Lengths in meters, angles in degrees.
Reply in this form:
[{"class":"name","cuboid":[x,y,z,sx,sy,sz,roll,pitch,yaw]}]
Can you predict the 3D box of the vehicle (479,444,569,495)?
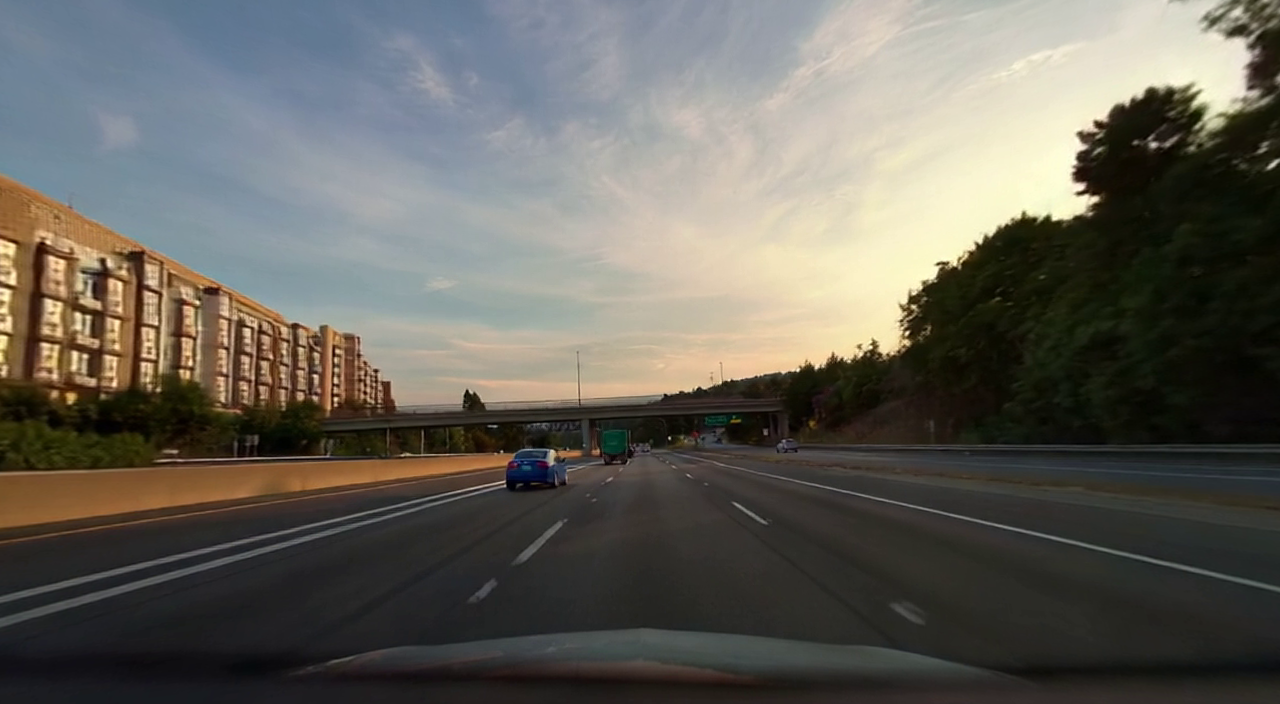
[{"class":"vehicle","cuboid":[-3.671,3.827,20.852,2.039,1.478,4.483,0,-9,1]}]
